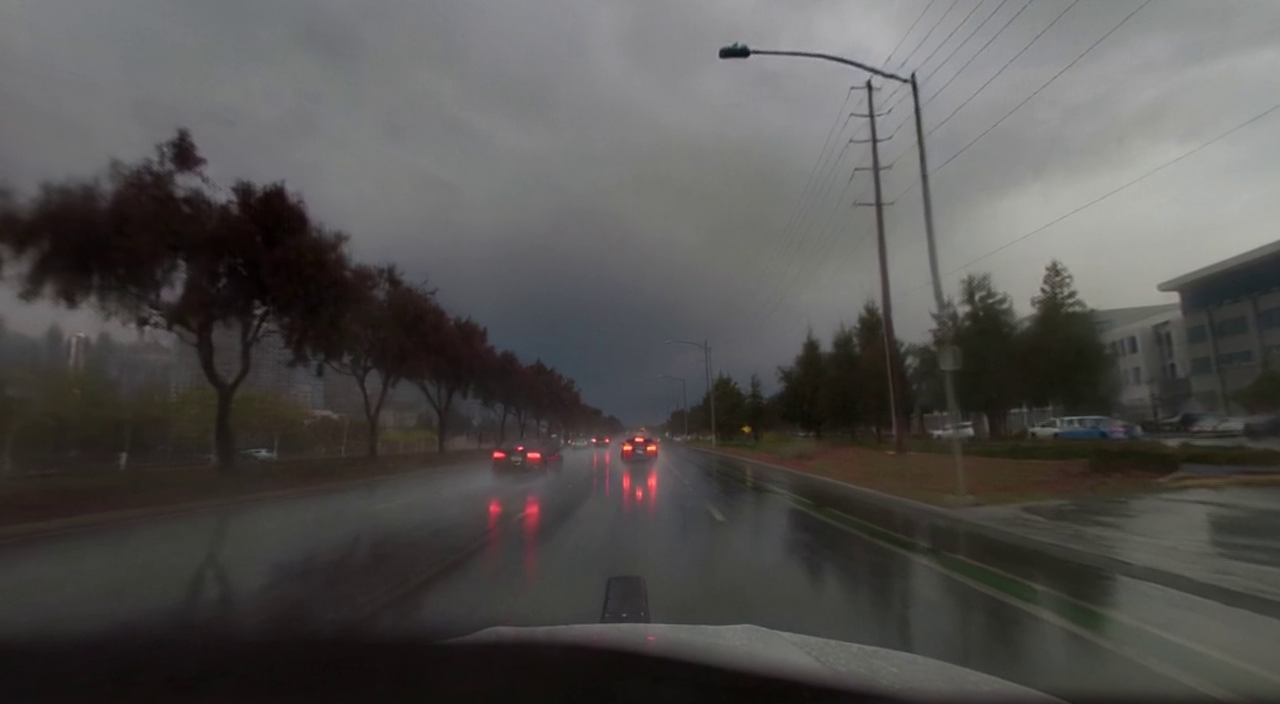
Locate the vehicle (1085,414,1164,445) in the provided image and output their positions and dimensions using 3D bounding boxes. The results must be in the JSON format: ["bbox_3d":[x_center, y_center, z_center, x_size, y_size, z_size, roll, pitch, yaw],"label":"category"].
[{"bbox_3d":[24.461,3.981,31.985,1.741,1.416,3.831,-2,-9,15],"label":"vehicle"}]

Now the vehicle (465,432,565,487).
[{"bbox_3d":[-3.711,3.298,19.672,1.942,1.462,4.905,0,-8,2],"label":"vehicle"}]

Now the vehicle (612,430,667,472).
[{"bbox_3d":[-0.037,4.288,27.520,2.199,1.652,4.101,0,-8,0],"label":"vehicle"}]

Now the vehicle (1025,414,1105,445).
[{"bbox_3d":[21.955,4.070,32.820,1.833,1.471,4.656,-2,-9,13],"label":"vehicle"}]
